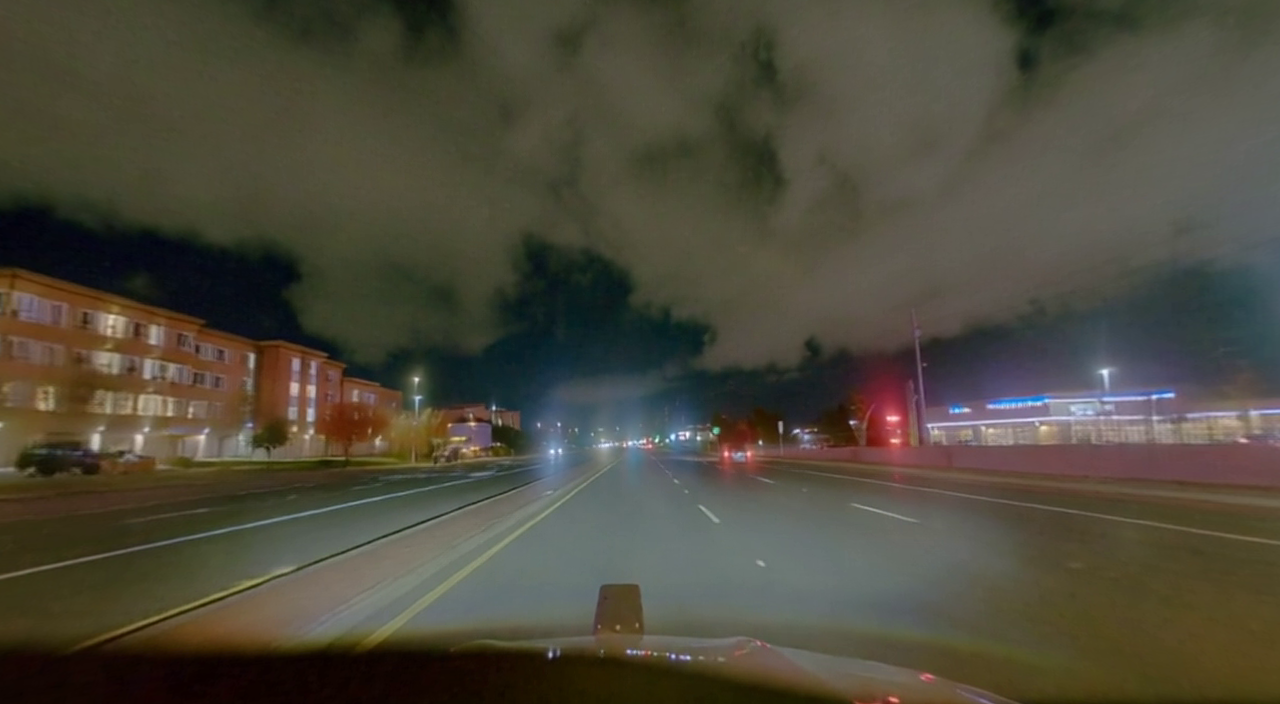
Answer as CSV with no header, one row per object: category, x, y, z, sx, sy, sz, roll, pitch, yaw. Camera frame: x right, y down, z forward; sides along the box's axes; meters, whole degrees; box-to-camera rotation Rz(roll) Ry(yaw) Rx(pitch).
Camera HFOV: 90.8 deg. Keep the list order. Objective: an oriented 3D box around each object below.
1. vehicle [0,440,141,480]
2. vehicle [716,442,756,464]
vehicle,-29.558,5.583,32.922,2.207,1.863,5.860,0,-9,1
vehicle,6.394,6.792,42.595,1.916,1.437,4.327,0,-9,-2
